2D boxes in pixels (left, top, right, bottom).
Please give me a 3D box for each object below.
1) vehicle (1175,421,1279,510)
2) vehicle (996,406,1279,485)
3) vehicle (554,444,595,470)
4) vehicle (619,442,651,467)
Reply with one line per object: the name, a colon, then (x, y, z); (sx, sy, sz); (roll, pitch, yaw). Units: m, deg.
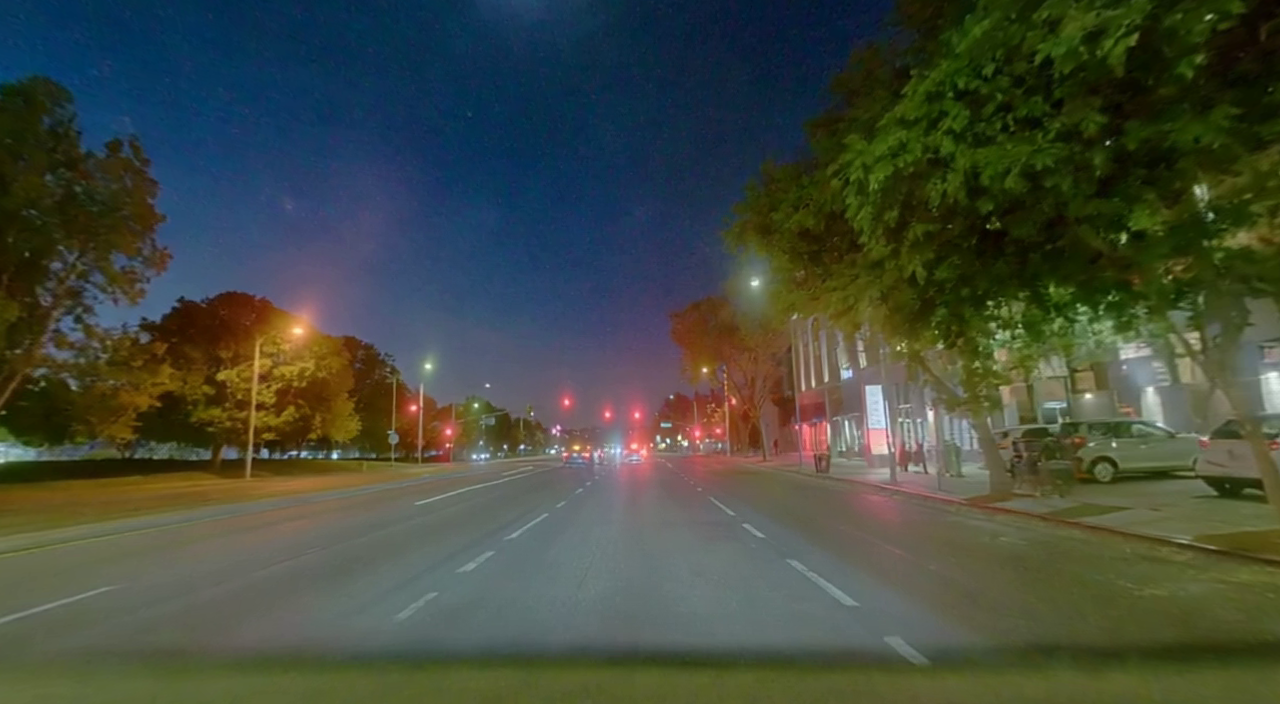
vehicle: (13.061, 2.029, 11.508); (4.569, 1.483, 2.127); (-1, -9, 3)
vehicle: (13.495, 2.548, 17.164); (6.063, 1.949, 2.531); (0, -9, 2)
vehicle: (-3.981, 6.465, 39.160); (2.020, 1.457, 4.496); (0, -9, 0)
vehicle: (-0.341, 6.792, 41.983); (2.042, 1.555, 3.912); (0, -9, 0)
